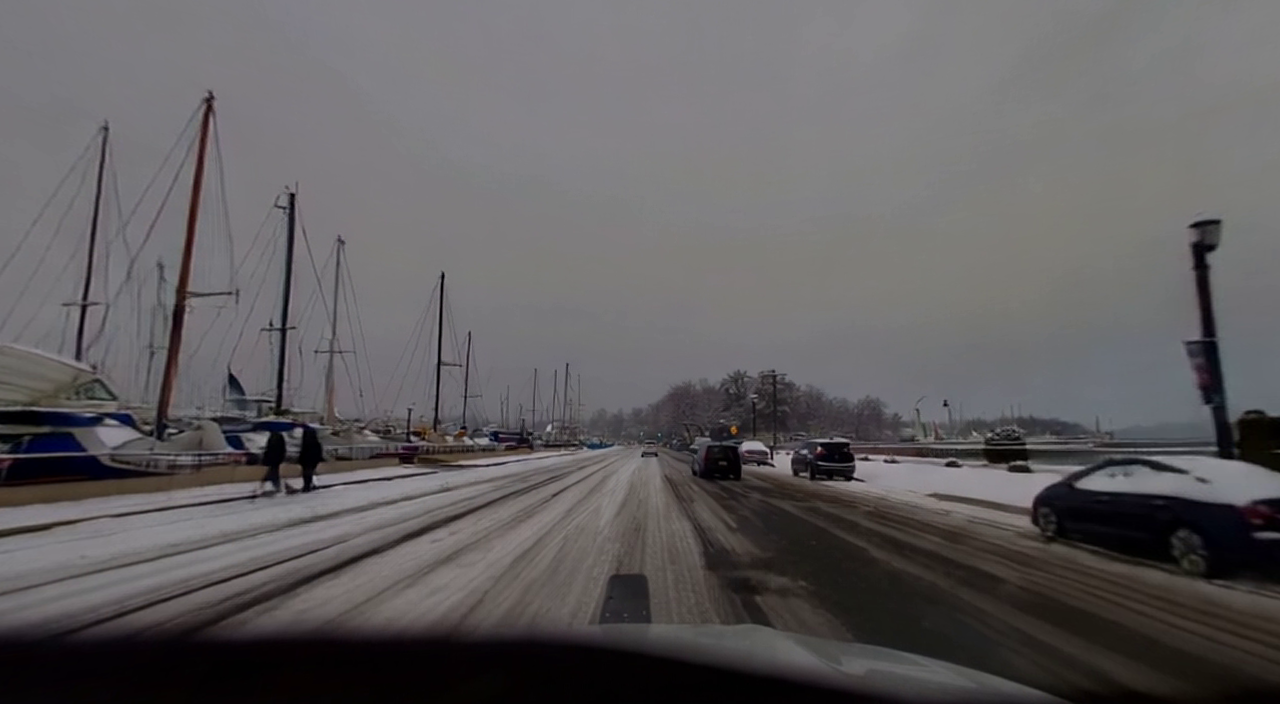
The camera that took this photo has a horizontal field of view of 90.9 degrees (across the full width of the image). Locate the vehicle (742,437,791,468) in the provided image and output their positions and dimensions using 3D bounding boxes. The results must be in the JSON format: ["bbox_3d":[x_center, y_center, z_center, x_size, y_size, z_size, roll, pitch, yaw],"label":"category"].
[{"bbox_3d":[8.226,6.551,41.371,2.056,1.896,5.062,0,-9,-1],"label":"vehicle"}]

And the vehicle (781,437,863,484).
[{"bbox_3d":[7.457,4.493,26.361,2.029,1.750,4.825,0,-9,1],"label":"vehicle"}]

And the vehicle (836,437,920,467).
[{"bbox_3d":[14.835,6.231,39.386,4.406,1.783,2.020,0,-8,-3],"label":"vehicle"}]

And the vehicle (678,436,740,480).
[{"bbox_3d":[2.727,4.326,25.879,2.047,1.640,4.051,0,-9,0],"label":"vehicle"}]

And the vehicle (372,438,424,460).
[{"bbox_3d":[-17.677,7.144,46.317,1.840,1.522,4.695,-1,-9,2],"label":"vehicle"}]

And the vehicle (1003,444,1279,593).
[{"bbox_3d":[7.415,2.057,8.765,2.112,1.514,4.371,0,-9,0],"label":"vehicle"}]
